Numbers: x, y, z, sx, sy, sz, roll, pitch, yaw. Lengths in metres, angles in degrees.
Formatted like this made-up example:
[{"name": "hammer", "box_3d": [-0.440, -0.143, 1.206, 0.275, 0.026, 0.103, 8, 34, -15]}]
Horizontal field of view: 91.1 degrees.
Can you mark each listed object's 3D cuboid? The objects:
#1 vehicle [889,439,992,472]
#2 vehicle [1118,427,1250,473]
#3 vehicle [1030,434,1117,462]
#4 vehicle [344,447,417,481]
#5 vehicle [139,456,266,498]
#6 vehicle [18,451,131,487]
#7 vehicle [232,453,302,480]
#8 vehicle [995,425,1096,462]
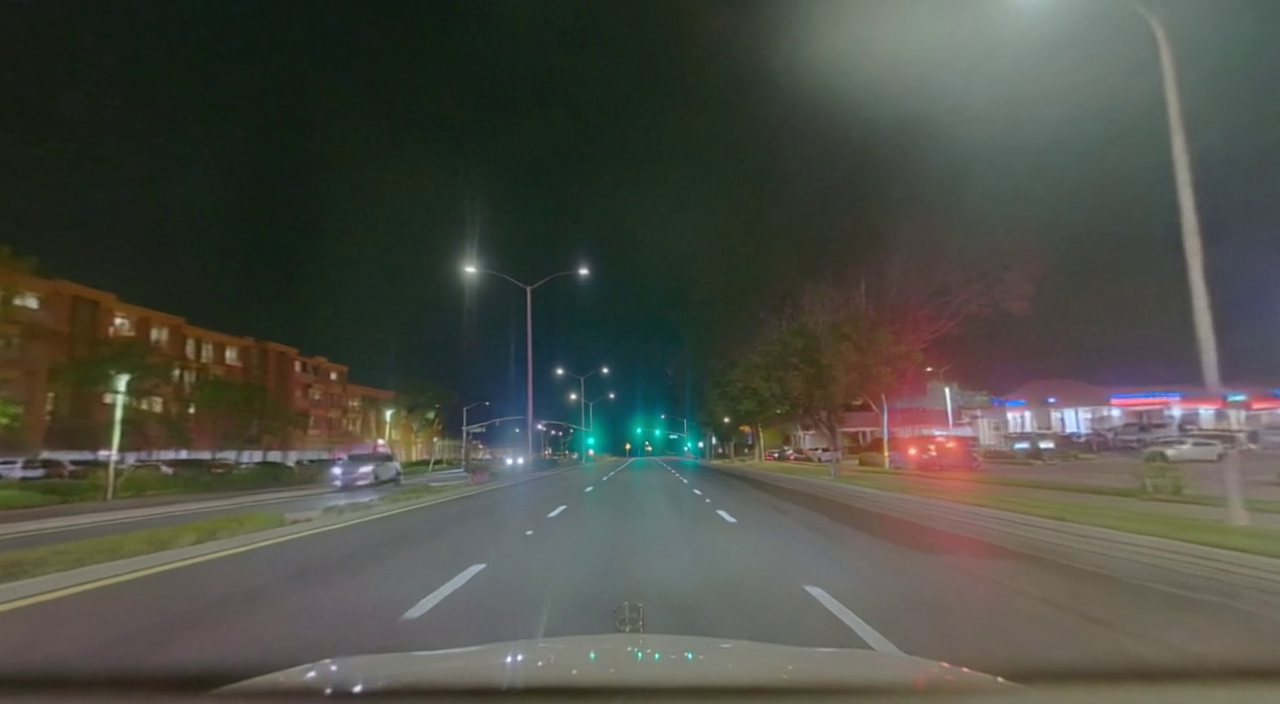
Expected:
[{"name": "vehicle", "box_3d": [17.066, 5.913, 35.803, 4.720, 1.769, 2.229, 0, -9, -4]}, {"name": "vehicle", "box_3d": [27.023, 4.894, 31.299, 4.569, 1.929, 2.084, -3, -10, -3]}, {"name": "vehicle", "box_3d": [29.556, 6.547, 42.882, 4.342, 1.641, 1.975, -2, -8, 0]}, {"name": "vehicle", "box_3d": [-15.638, 6.741, 38.169, 2.266, 1.924, 5.024, 0, -9, 1]}, {"name": "vehicle", "box_3d": [-19.108, 5.433, 27.754, 2.040, 1.609, 4.872, 0, -9, 1]}, {"name": "vehicle", "box_3d": [-36.350, 7.491, 40.585, 2.219, 2.066, 5.369, 0, -9, 1]}, {"name": "vehicle", "box_3d": [-28.951, 8.881, 48.971, 2.199, 1.859, 5.442, 0, -9, 0]}, {"name": "vehicle", "box_3d": [29.591, 6.723, 46.012, 5.590, 2.528, 2.339, -1, -9, 2]}]
